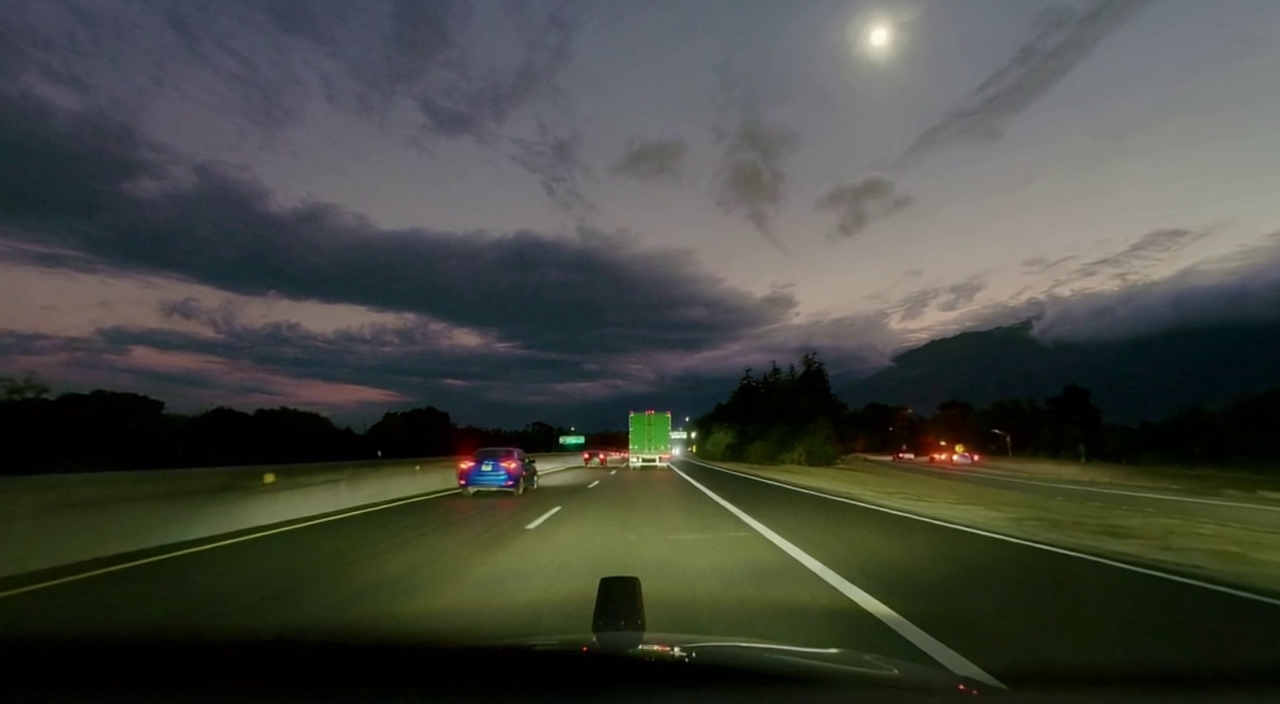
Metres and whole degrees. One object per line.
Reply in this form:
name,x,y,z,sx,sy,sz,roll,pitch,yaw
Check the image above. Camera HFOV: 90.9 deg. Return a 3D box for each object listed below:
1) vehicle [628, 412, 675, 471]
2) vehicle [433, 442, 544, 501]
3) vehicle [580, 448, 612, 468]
vehicle,0.761,6.262,43.769,2.893,3.628,9.081,0,-9,1
vehicle,-4.186,3.375,18.216,2.010,1.461,4.391,0,-9,1
vehicle,-3.228,7.877,46.923,1.981,1.435,4.199,0,-9,2
